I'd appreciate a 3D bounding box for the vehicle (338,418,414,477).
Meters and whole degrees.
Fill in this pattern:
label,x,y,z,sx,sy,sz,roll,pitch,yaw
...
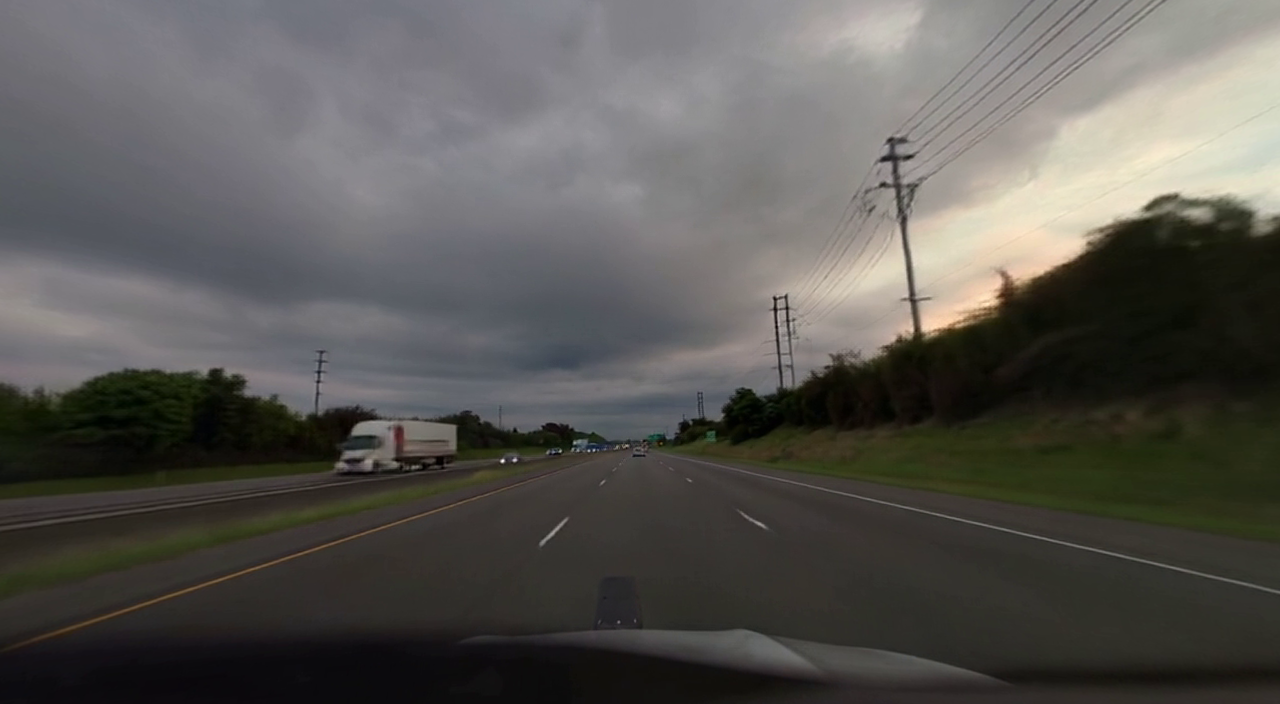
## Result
label,x,y,z,sx,sy,sz,roll,pitch,yaw
vehicle,-19.661,7.190,47.200,2.916,4.053,6.083,0,-9,1
